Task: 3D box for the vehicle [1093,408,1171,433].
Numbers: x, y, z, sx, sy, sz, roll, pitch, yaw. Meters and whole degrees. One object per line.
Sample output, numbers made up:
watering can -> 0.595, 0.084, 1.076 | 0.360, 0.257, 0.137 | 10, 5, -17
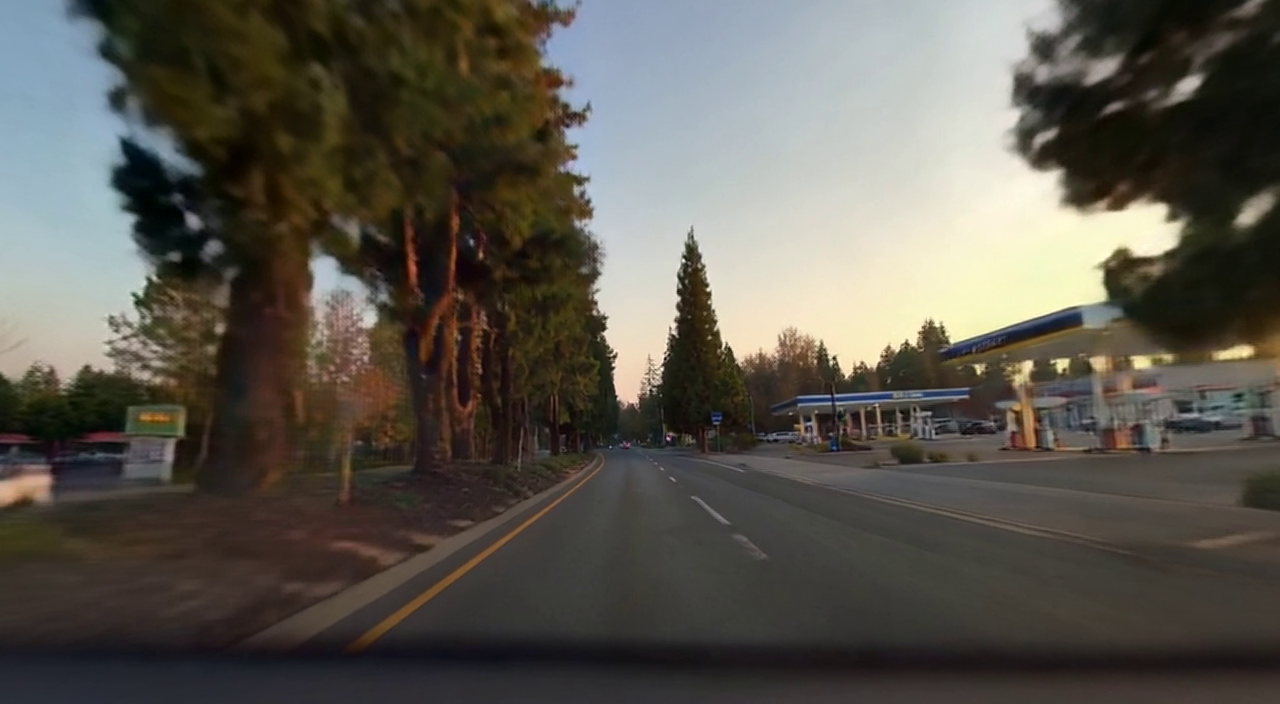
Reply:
vehicle -> 36.396, 5.124, 46.900 | 1.841, 1.471, 4.498 | -3, -9, -5
